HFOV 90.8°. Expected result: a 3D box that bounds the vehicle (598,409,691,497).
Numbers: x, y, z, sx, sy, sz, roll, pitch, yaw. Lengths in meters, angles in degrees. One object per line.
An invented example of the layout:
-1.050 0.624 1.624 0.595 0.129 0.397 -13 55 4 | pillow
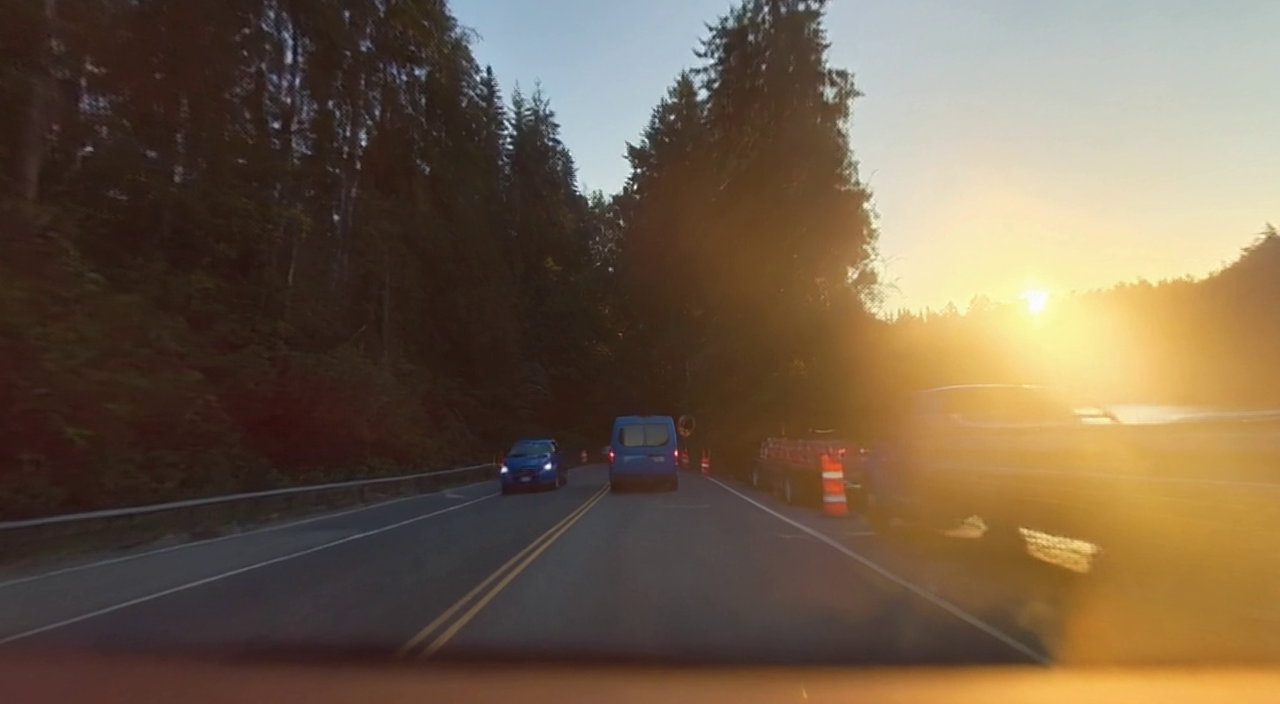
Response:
0.221 2.945 18.681 2.362 2.247 4.892 0 -8 3 | vehicle

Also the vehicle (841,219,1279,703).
3.824 0.837 4.203 2.833 2.033 7.668 0 -8 3 | vehicle

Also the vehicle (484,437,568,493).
-4.078 4.157 23.613 2.230 1.842 5.014 0 -8 0 | vehicle
